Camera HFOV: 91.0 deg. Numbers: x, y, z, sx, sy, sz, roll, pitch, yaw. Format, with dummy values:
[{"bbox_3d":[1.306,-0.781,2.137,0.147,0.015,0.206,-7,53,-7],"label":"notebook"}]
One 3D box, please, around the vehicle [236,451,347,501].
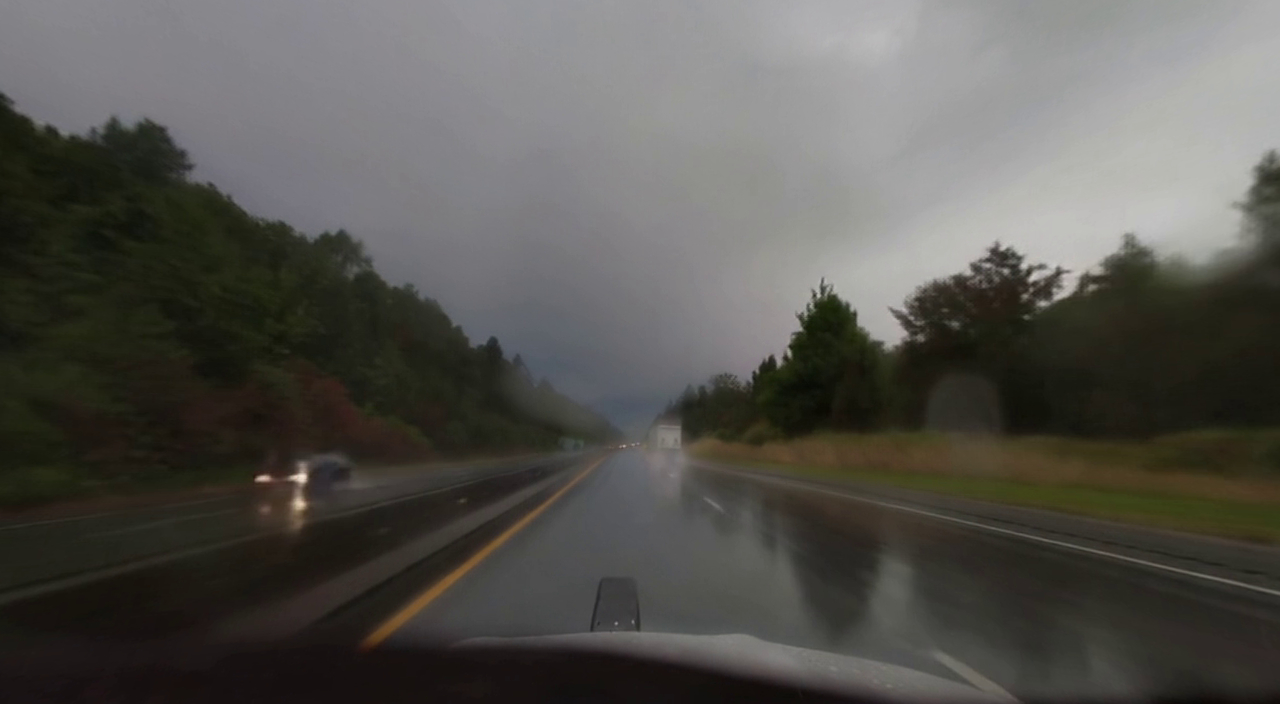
[{"bbox_3d":[-12.897,4.572,23.623,1.989,1.612,3.884,0,-8,-1],"label":"vehicle"}]
